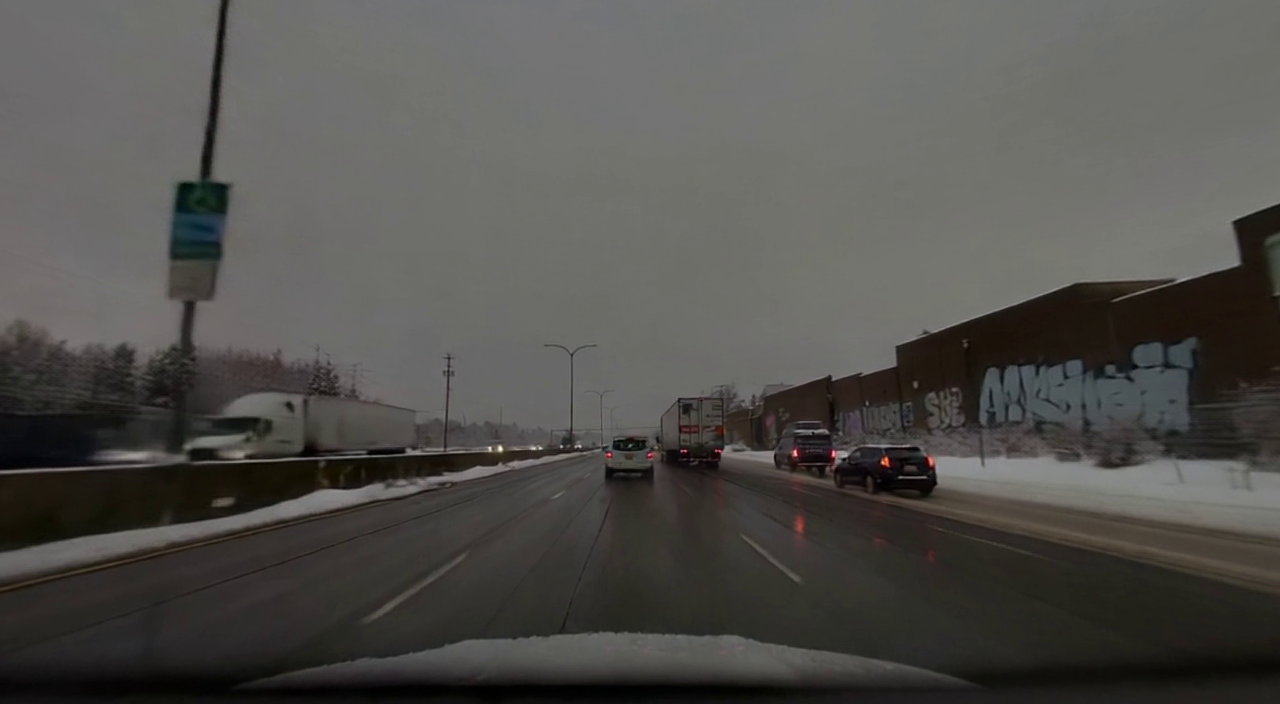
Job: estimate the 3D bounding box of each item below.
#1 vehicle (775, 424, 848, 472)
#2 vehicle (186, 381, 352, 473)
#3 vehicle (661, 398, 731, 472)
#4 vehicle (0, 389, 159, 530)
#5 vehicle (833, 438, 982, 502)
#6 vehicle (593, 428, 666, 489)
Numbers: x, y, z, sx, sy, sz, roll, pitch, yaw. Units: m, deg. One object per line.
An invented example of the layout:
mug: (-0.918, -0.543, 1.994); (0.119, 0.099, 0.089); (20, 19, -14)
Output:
vehicle: (9.160, 5.256, 34.487); (2.322, 2.360, 6.433); (0, -9, 1)
vehicle: (-17.179, 3.694, 30.165); (3.046, 3.817, 7.986); (0, -9, -1)
vehicle: (3.092, 5.095, 38.068); (2.976, 3.806, 10.591); (0, -9, -2)
vehicle: (-10.423, 1.593, 9.378); (2.470, 1.992, 5.196); (0, -9, -1)
vehicle: (6.976, 3.119, 17.151); (1.915, 1.476, 4.677); (0, -9, -1)
vehicle: (-0.448, 3.678, 22.093); (2.249, 1.843, 5.176); (1, -9, -3)
